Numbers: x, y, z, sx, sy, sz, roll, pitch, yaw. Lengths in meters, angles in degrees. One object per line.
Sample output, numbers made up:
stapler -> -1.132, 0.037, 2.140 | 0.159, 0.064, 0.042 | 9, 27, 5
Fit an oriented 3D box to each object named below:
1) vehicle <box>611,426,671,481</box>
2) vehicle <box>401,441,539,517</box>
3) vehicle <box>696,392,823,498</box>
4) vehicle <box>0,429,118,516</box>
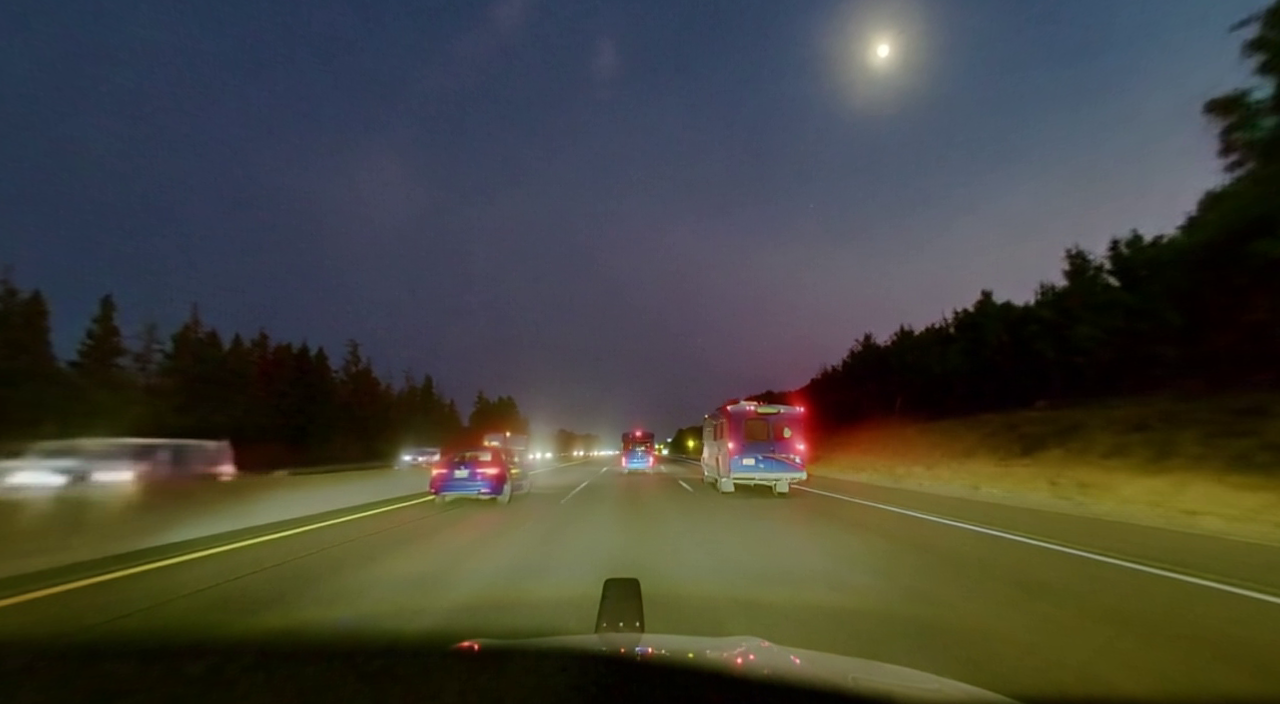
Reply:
vehicle -> 0.013, 4.667, 29.113 | 2.524, 2.310, 4.986 | 0, -9, 0
vehicle -> -3.777, 2.896, 14.947 | 1.959, 1.502, 4.559 | 0, -9, 0
vehicle -> 3.608, 3.105, 21.008 | 2.607, 2.910, 7.252 | 0, -9, -1
vehicle -> -15.713, 2.889, 15.239 | 2.141, 1.949, 4.659 | 0, -9, 0
